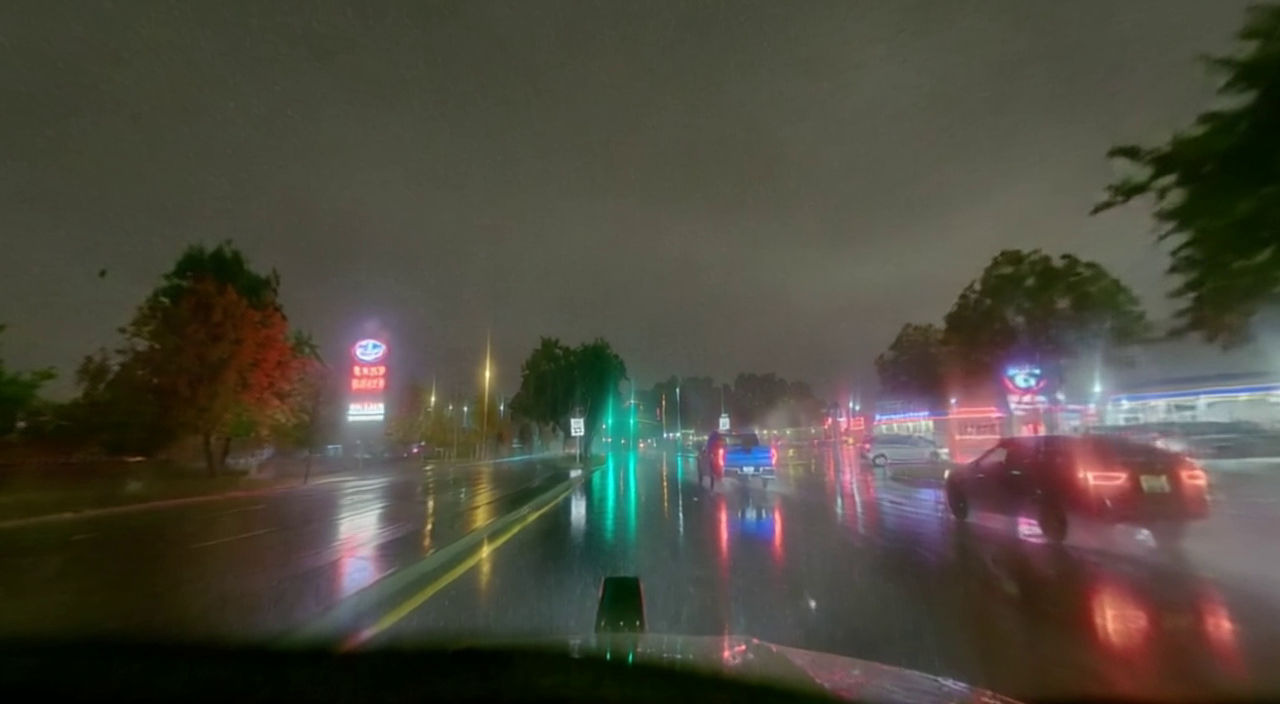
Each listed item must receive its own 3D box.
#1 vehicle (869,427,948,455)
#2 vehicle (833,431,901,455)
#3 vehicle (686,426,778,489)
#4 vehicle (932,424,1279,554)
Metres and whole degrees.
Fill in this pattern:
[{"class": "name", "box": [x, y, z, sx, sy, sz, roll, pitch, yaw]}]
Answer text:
[{"class": "vehicle", "box": [17.597, 5.869, 41.540, 4.262, 1.714, 2.084, -1, -8, 6]}, {"class": "vehicle", "box": [17.393, 6.988, 48.477, 4.345, 1.707, 2.046, 0, -8, -3]}, {"class": "vehicle", "box": [2.808, 3.384, 20.607, 2.214, 1.749, 4.998, 0, -8, 0]}, {"class": "vehicle", "box": [6.504, 1.911, 9.586, 1.986, 1.480, 4.296, 0, -8, -1]}]
